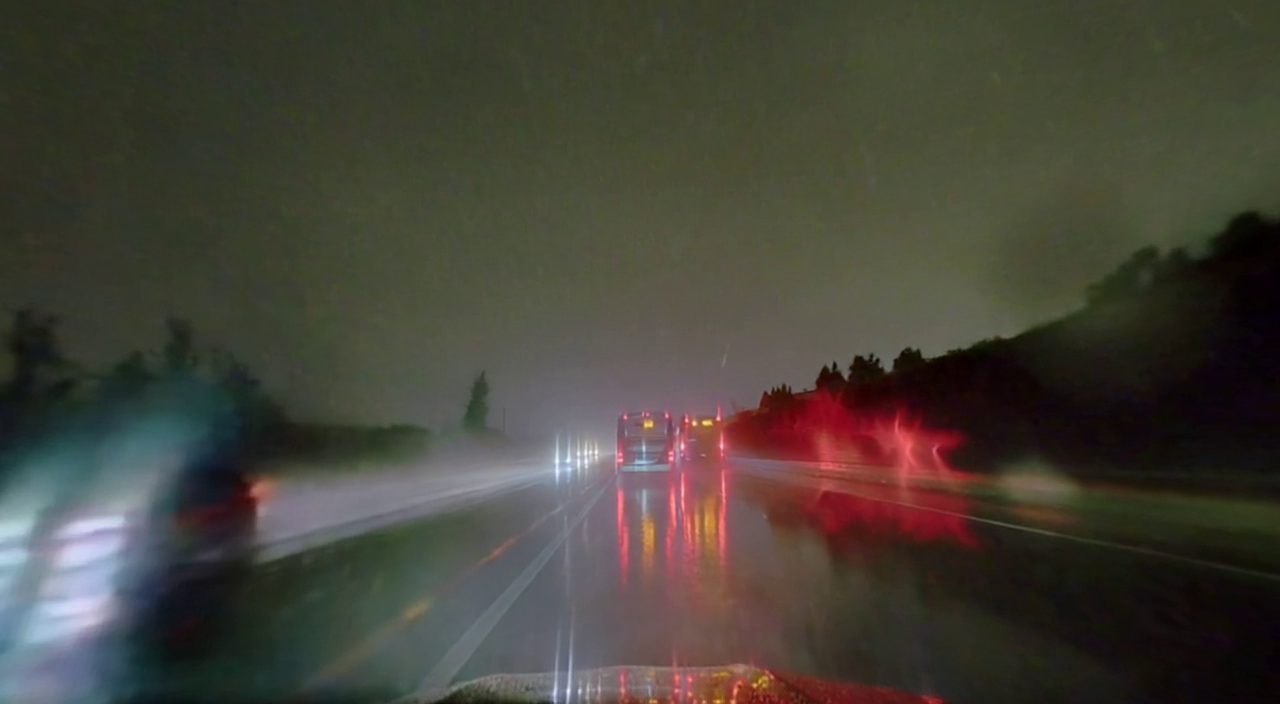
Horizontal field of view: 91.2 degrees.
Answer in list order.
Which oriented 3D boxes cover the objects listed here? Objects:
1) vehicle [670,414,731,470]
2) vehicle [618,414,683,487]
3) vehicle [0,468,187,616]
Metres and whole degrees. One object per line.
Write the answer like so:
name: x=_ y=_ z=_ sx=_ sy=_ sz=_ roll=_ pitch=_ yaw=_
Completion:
vehicle: x=4.307 y=6.956 z=47.851 sx=3.074 sy=3.668 sz=12.805 roll=0 pitch=-9 yaw=-1
vehicle: x=0.299 y=4.091 z=26.170 sx=2.414 sy=2.675 sz=5.574 roll=0 pitch=-9 yaw=-2
vehicle: x=-7.855 y=2.176 z=7.238 sx=1.870 sy=1.500 sz=4.516 roll=-1 pitch=-9 yaw=0
